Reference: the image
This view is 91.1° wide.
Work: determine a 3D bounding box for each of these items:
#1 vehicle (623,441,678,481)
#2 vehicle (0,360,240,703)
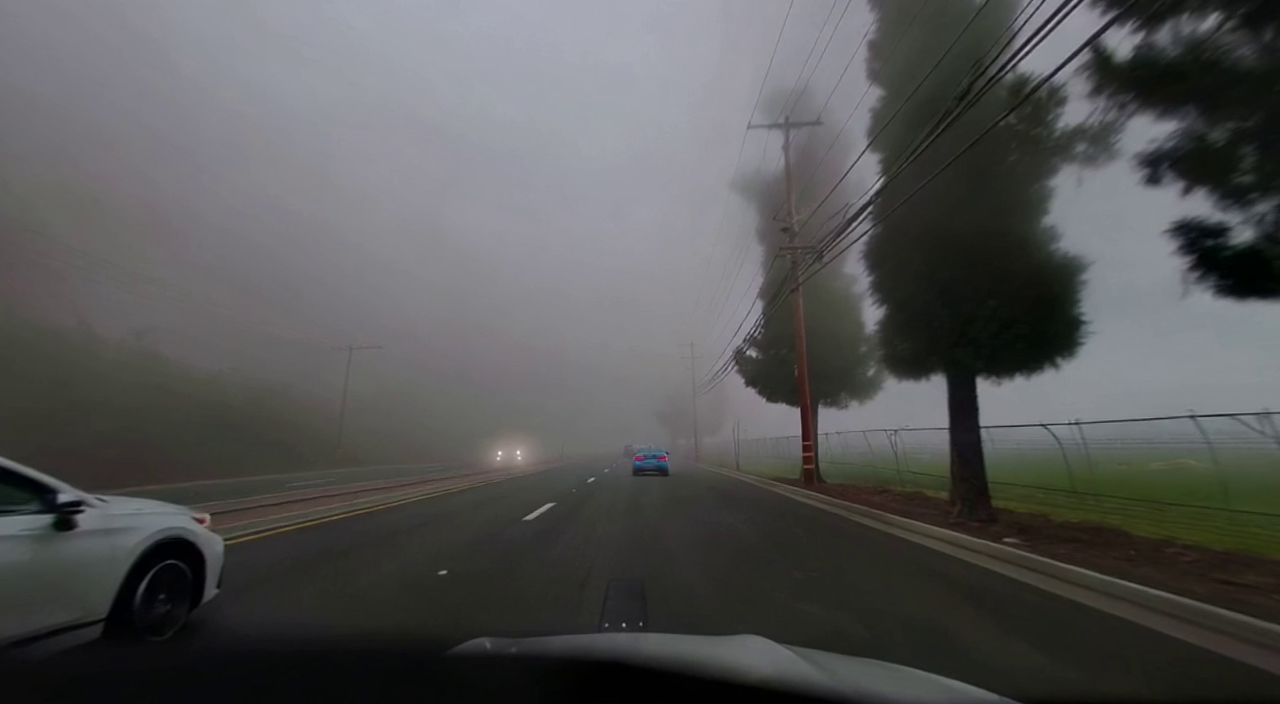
[{"bbox_3d":[0.412,4.436,25.774,2.059,1.486,3.980,0,-8,1],"label":"vehicle"},{"bbox_3d":[-3.893,0.808,2.286,1.950,1.692,4.397,0,-8,0],"label":"vehicle"}]
